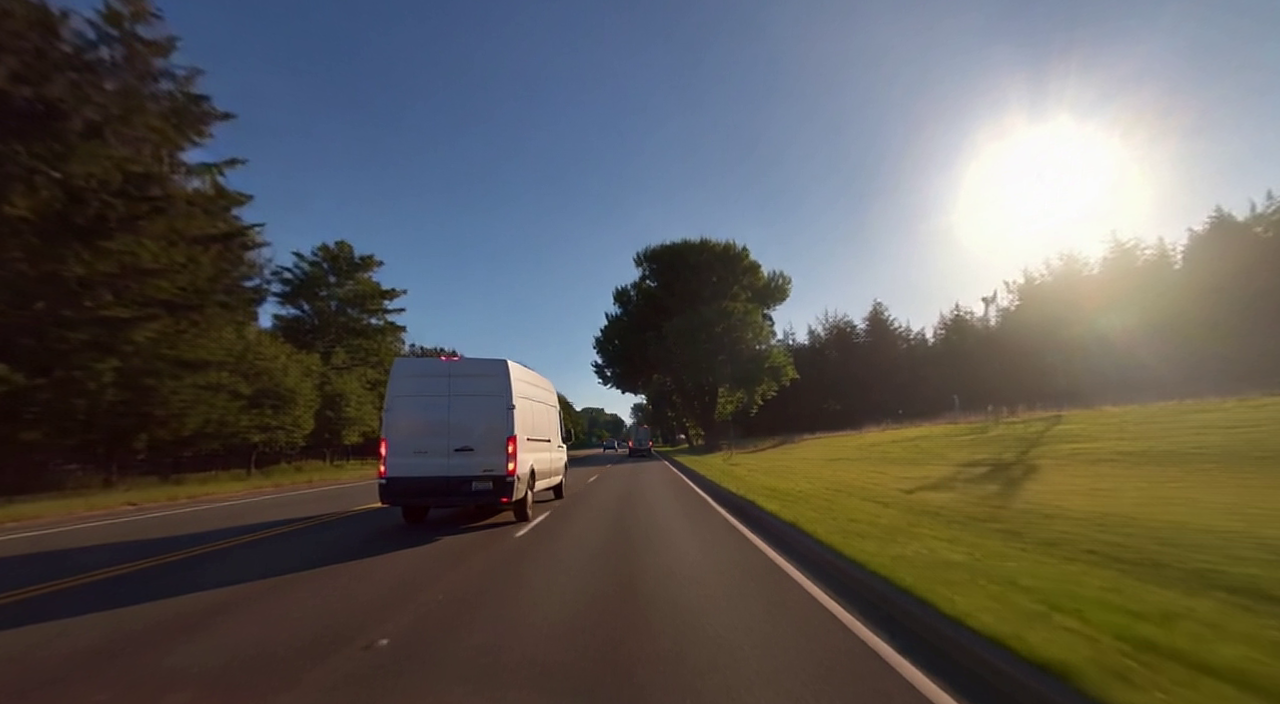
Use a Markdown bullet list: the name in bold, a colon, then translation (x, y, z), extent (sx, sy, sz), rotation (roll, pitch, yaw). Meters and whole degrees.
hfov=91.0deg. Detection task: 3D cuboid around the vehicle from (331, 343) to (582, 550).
- **vehicle**: translation (-2.615, 1.616, 11.089), extent (2.497, 2.628, 6.016), rotation (0, -8, 1)
